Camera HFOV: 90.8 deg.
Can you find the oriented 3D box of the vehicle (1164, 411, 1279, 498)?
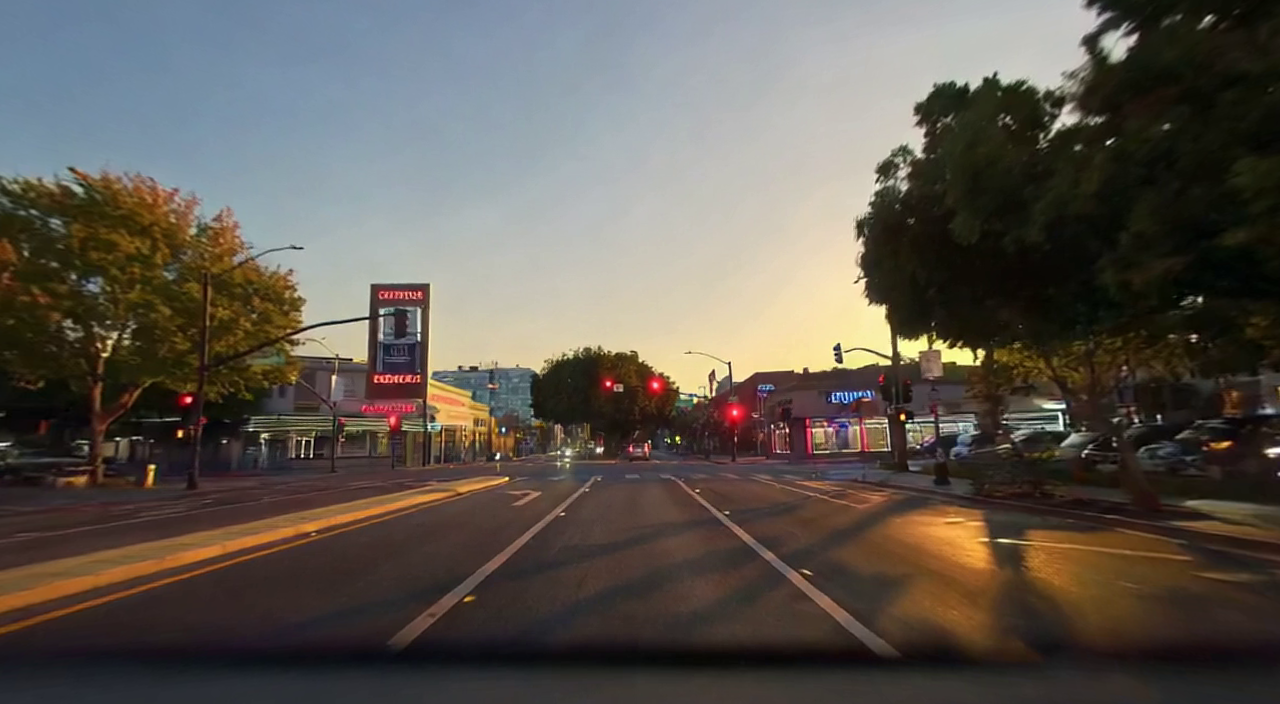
[{"bbox_3d":[13.817,1.980,12.292,5.008,1.603,2.082,-3,-9,17],"label":"vehicle"}]

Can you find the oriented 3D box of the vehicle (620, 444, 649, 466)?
[{"bbox_3d":[-0.422,7.575,46.526,2.045,1.510,3.690,0,-9,-1],"label":"vehicle"}]
